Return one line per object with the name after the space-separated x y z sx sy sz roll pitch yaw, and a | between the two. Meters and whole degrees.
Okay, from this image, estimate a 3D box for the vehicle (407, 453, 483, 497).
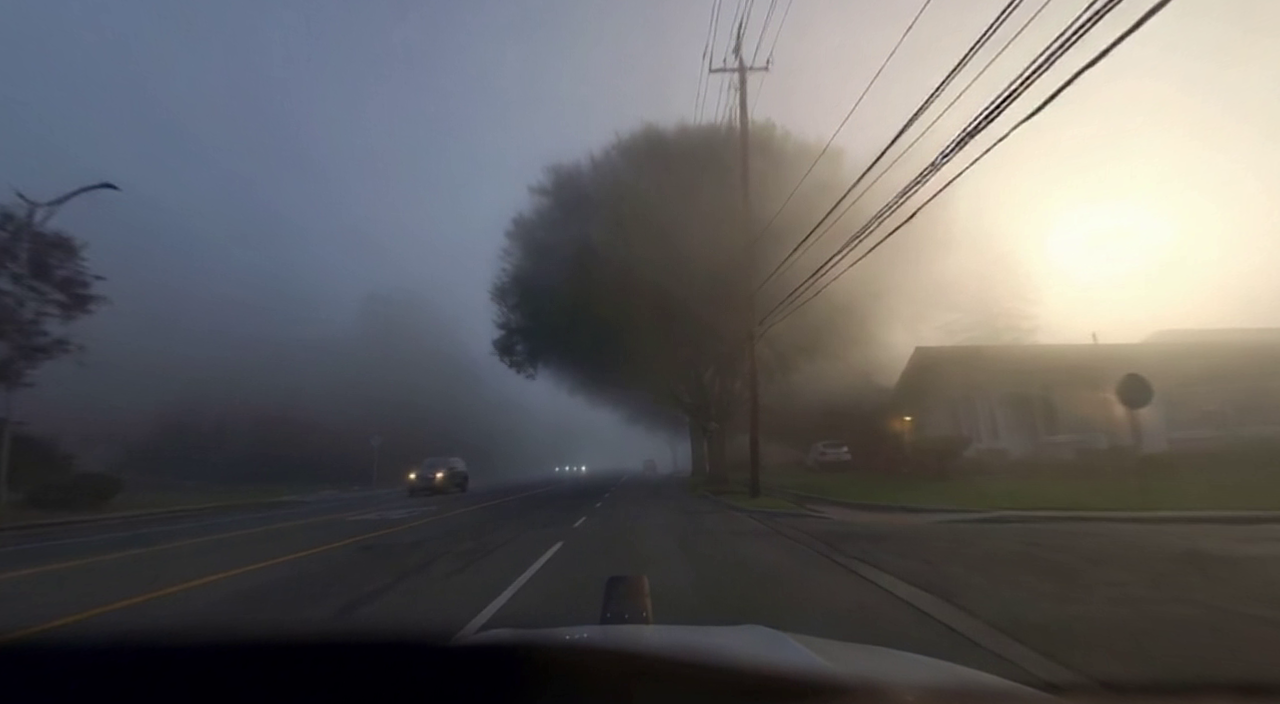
-9.114 5.773 29.896 2.057 1.865 4.626 -1 -10 1 | vehicle

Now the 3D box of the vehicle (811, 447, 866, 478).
10.816 6.083 34.517 1.737 1.633 3.268 1 -11 -4 | vehicle
